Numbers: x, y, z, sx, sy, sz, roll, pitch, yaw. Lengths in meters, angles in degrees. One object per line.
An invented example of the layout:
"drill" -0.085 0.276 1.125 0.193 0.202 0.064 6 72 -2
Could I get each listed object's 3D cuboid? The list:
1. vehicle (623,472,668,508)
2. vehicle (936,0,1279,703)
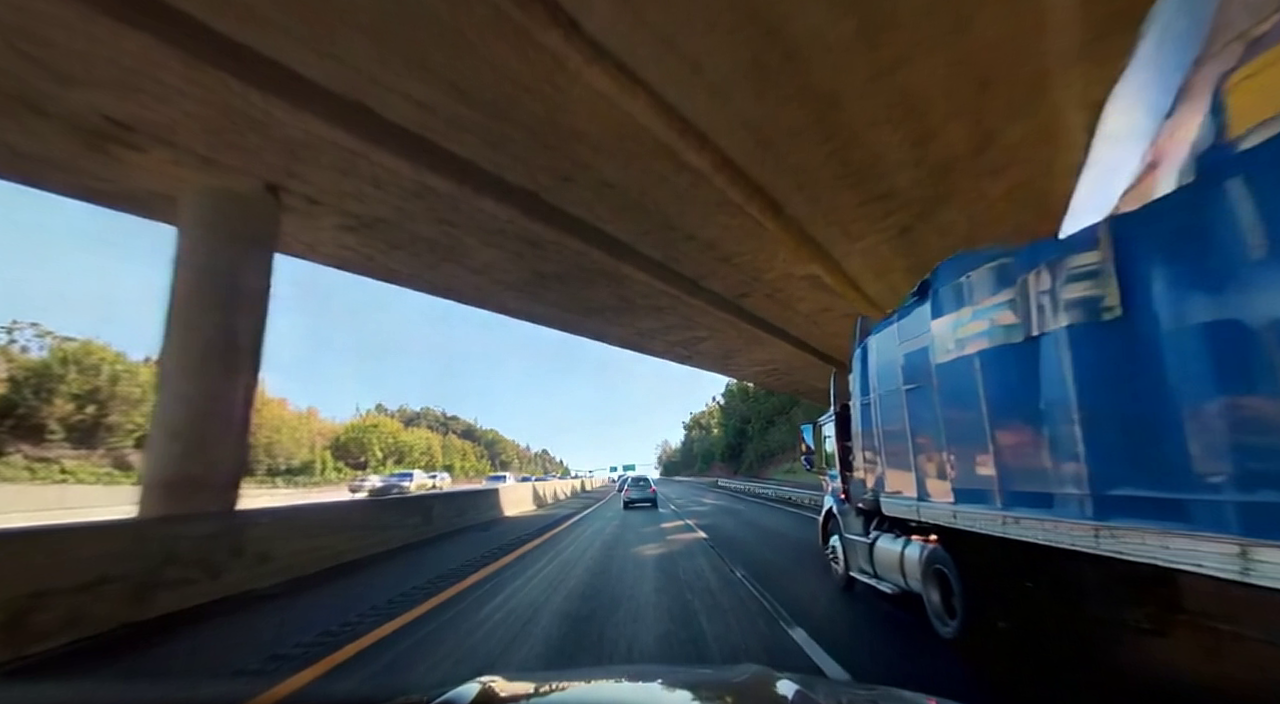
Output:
"vehicle" 0.251 6.987 32.193 2.124 1.653 4.857 1 -11 0
"vehicle" 4.248 -0.319 0.802 2.980 3.834 9.423 1 -11 -1
